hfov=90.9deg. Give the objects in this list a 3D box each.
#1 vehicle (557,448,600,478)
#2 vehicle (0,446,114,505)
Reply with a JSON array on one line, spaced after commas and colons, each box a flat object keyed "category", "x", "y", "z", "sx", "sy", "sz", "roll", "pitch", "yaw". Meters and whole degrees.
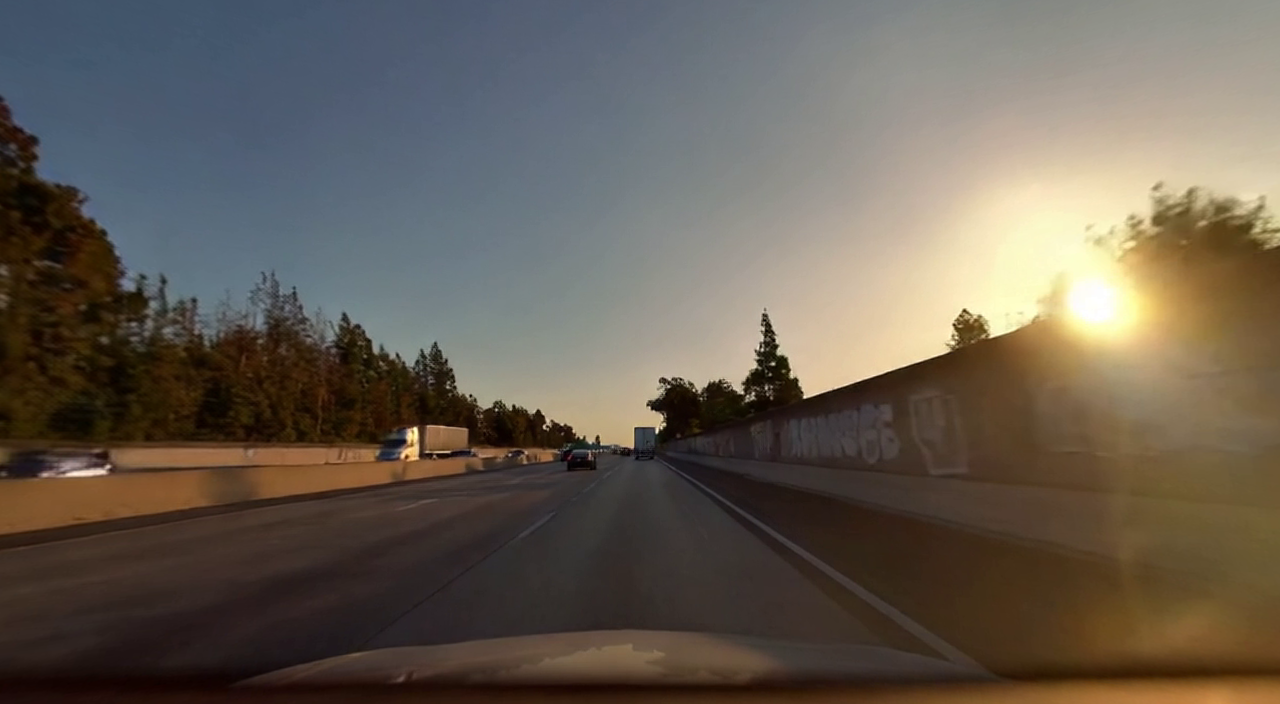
[{"category": "vehicle", "x": -3.234, "y": 5.881, "z": 33.712, "sx": 1.803, "sy": 1.466, "sz": 4.509, "roll": 0, "pitch": -9, "yaw": 0}, {"category": "vehicle", "x": -22.040, "y": 4.353, "z": 22.615, "sx": 2.061, "sy": 1.935, "sz": 4.754, "roll": 0, "pitch": -9, "yaw": 1}]
